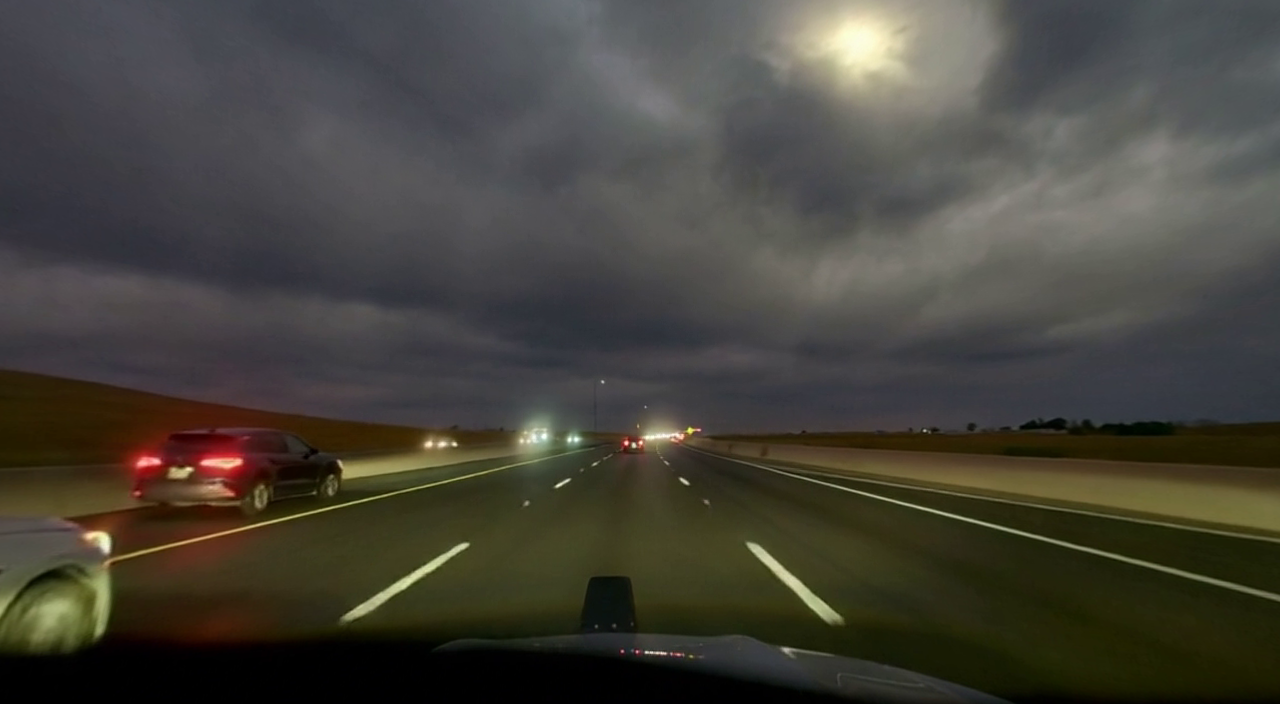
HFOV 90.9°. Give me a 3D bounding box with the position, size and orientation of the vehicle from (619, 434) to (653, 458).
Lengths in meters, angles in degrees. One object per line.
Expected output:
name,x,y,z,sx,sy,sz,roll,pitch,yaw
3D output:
vehicle,-0.308,6.177,41.755,2.140,1.475,3.969,0,-8,-1

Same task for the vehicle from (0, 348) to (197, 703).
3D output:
vehicle,-3.865,0.706,1.760,2.070,1.703,4.452,0,-8,-1
